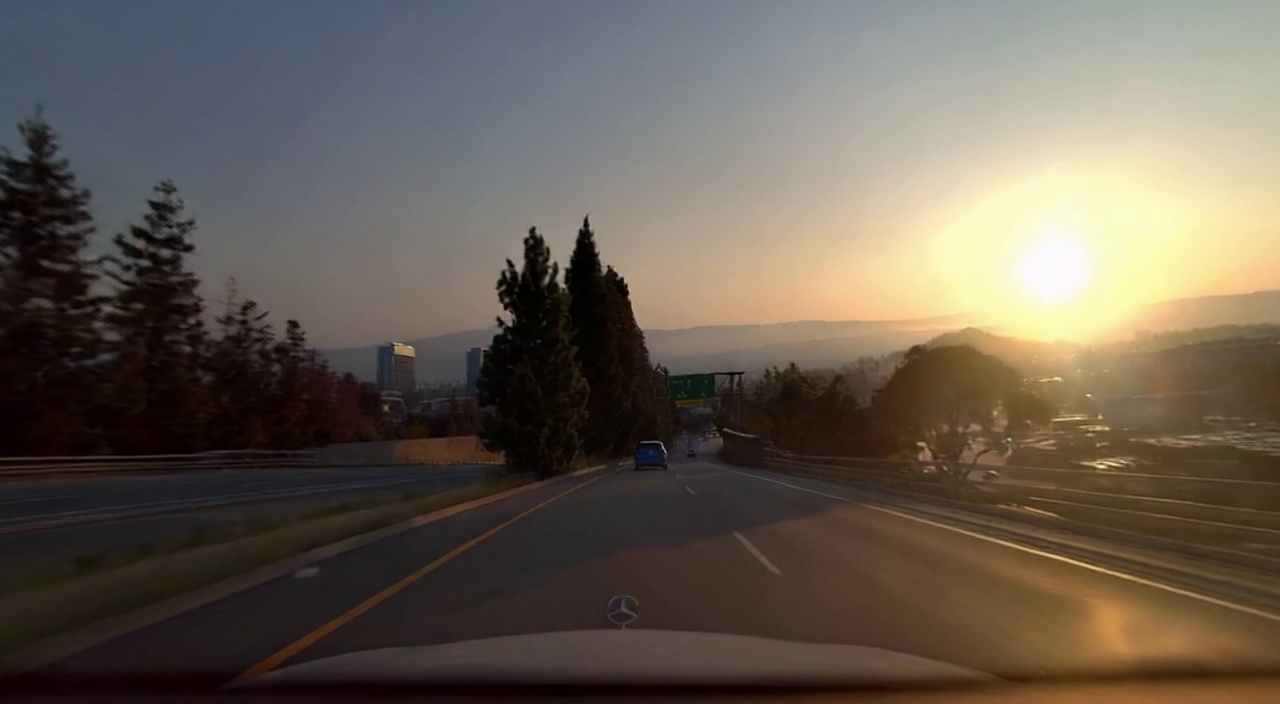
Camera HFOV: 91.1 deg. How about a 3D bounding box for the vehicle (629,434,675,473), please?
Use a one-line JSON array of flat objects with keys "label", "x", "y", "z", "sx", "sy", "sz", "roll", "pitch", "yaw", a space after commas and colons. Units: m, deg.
[{"label": "vehicle", "x": 0.774, "y": 6.021, "z": 37.264, "sx": 2.546, "sy": 2.126, "sz": 5.153, "roll": -1, "pitch": -9, "yaw": 2}]
